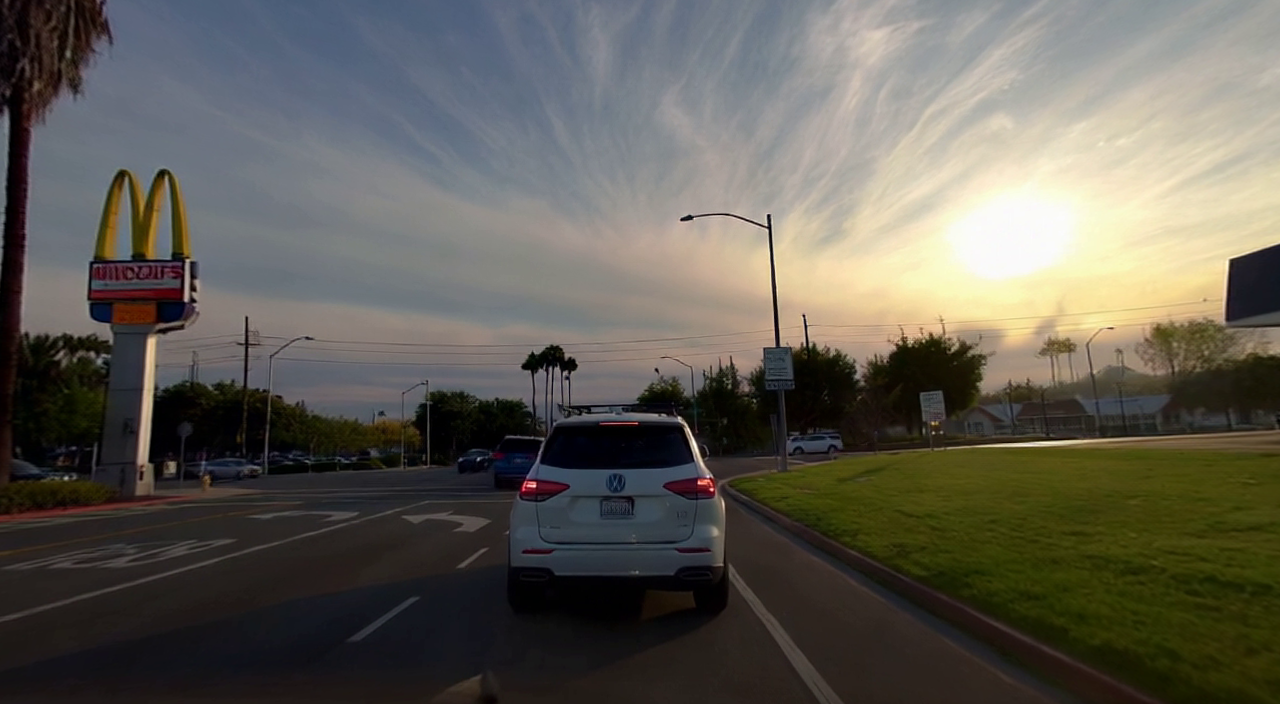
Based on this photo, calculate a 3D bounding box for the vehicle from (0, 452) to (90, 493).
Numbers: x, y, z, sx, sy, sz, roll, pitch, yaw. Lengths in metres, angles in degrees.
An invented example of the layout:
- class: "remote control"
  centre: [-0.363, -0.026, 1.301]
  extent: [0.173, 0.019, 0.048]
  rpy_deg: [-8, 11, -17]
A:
- class: "vehicle"
  centre: [-28.051, 5.387, 28.310]
  extent: [4.584, 1.714, 2.186]
  rpy_deg: [4, -10, -27]

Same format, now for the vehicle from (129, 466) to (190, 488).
- class: "vehicle"
  centre: [-35.630, 9.265, 46.951]
  extent: [1.641, 1.375, 3.640]
  rpy_deg: [0, -9, 1]

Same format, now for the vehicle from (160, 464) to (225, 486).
- class: "vehicle"
  centre: [-33.285, 9.173, 47.094]
  extent: [1.792, 1.439, 3.952]
  rpy_deg: [-1, -9, 3]

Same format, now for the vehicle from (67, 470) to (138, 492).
- class: "vehicle"
  centre: [-39.936, 9.578, 47.073]
  extent: [1.602, 1.400, 4.220]
  rpy_deg: [0, -9, 0]

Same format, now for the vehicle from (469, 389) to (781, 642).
- class: "vehicle"
  centre: [-0.137, 1.413, 6.395]
  extent: [2.137, 1.728, 3.926]
  rpy_deg: [0, -9, -1]
